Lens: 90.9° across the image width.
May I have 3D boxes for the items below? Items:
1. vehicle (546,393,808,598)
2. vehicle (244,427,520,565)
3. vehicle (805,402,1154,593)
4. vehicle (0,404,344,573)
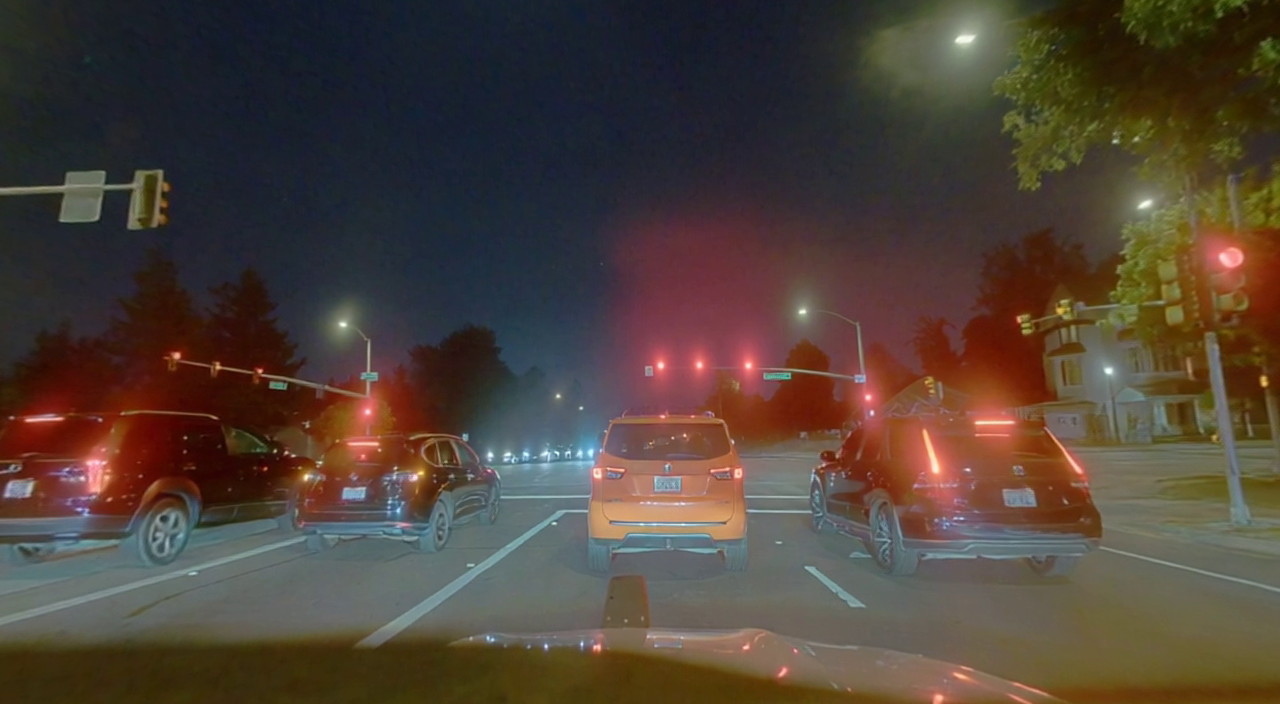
[{"bbox_3d":[0.387,1.518,7.490,2.198,1.708,4.170,0,-8,2],"label":"vehicle"},{"bbox_3d":[-3.244,1.884,9.096,1.885,1.475,4.359,-1,-8,4],"label":"vehicle"},{"bbox_3d":[3.519,1.588,7.749,2.047,1.638,4.395,-1,-8,4],"label":"vehicle"},{"bbox_3d":[-6.633,1.826,9.244,2.075,1.796,4.785,0,-8,2],"label":"vehicle"}]
